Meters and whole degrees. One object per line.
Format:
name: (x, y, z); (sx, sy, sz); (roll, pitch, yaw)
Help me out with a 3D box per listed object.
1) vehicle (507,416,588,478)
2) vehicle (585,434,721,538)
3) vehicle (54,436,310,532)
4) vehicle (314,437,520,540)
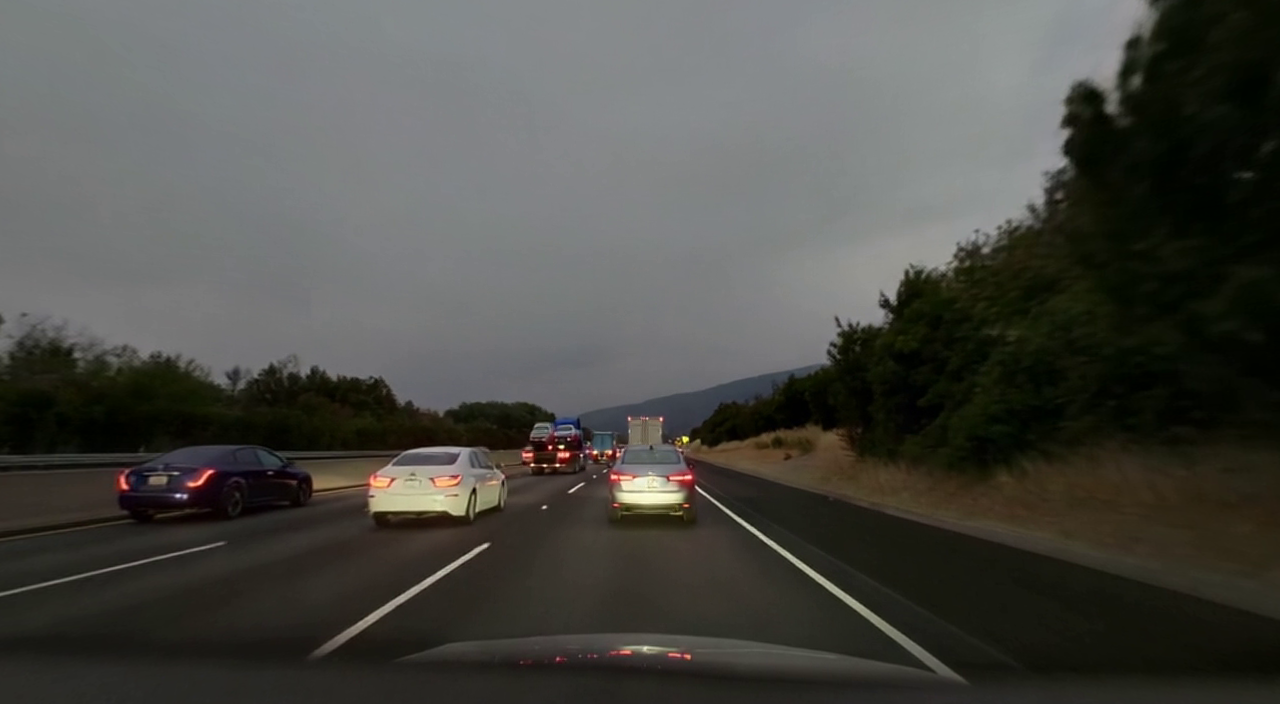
vehicle: (-2.564, 2.786, 18.466); (2.031, 1.594, 4.103); (1, -9, -4)
vehicle: (0.203, 2.237, 11.009); (1.991, 1.507, 3.391); (0, -9, 1)
vehicle: (-8.376, 2.421, 12.102); (1.888, 1.507, 3.949); (0, -9, 0)
vehicle: (-3.656, 2.322, 11.402); (1.947, 1.470, 4.526); (0, -9, 2)
